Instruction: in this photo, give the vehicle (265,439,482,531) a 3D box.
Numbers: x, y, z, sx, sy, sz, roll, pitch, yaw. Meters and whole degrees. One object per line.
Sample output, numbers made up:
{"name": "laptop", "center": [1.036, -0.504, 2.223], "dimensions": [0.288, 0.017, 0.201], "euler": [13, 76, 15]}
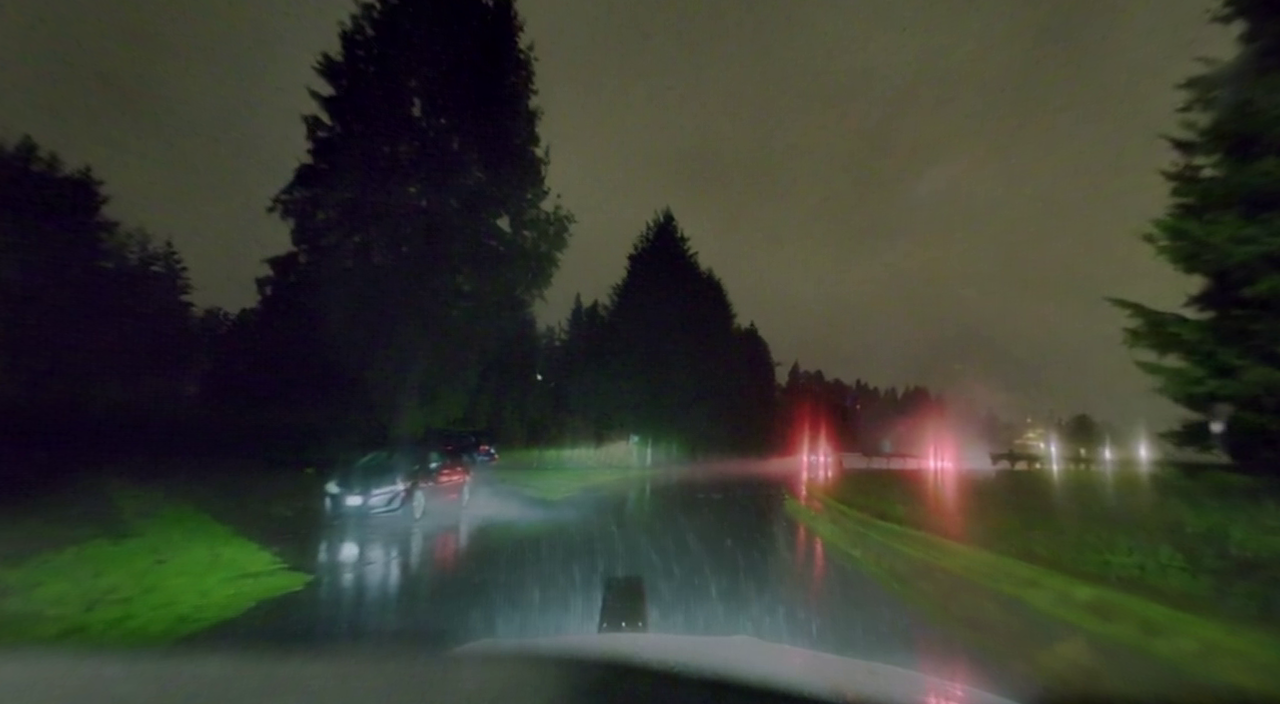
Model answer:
{"name": "vehicle", "center": [-5.115, 2.650, 13.037], "dimensions": [2.166, 1.512, 4.822], "euler": [0, -9, 3]}
